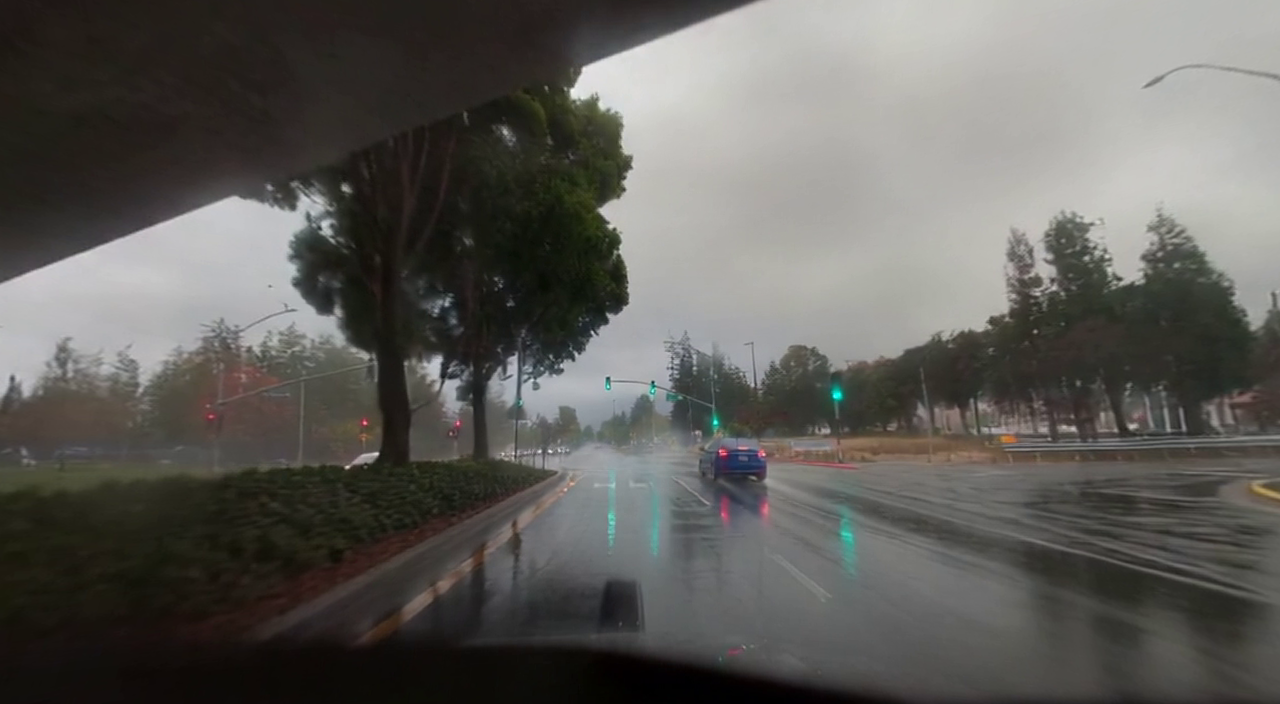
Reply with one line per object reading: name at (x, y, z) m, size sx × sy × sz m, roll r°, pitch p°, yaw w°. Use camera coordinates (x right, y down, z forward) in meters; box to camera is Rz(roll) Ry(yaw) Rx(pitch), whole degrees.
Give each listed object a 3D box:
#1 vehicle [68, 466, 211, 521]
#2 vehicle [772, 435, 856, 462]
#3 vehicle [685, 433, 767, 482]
vehicle at (-17.078, 4.822, 21.825) m, size 1.863 × 1.469 × 3.767 m, roll -1°, pitch -7°, yaw 0°
vehicle at (10.903, 6.052, 39.606) m, size 4.760 × 1.571 × 1.859 m, roll -5°, pitch -9°, yaw 27°
vehicle at (2.827, 3.606, 21.832) m, size 2.062 × 1.484 × 4.332 m, roll 0°, pitch -8°, yaw -2°
